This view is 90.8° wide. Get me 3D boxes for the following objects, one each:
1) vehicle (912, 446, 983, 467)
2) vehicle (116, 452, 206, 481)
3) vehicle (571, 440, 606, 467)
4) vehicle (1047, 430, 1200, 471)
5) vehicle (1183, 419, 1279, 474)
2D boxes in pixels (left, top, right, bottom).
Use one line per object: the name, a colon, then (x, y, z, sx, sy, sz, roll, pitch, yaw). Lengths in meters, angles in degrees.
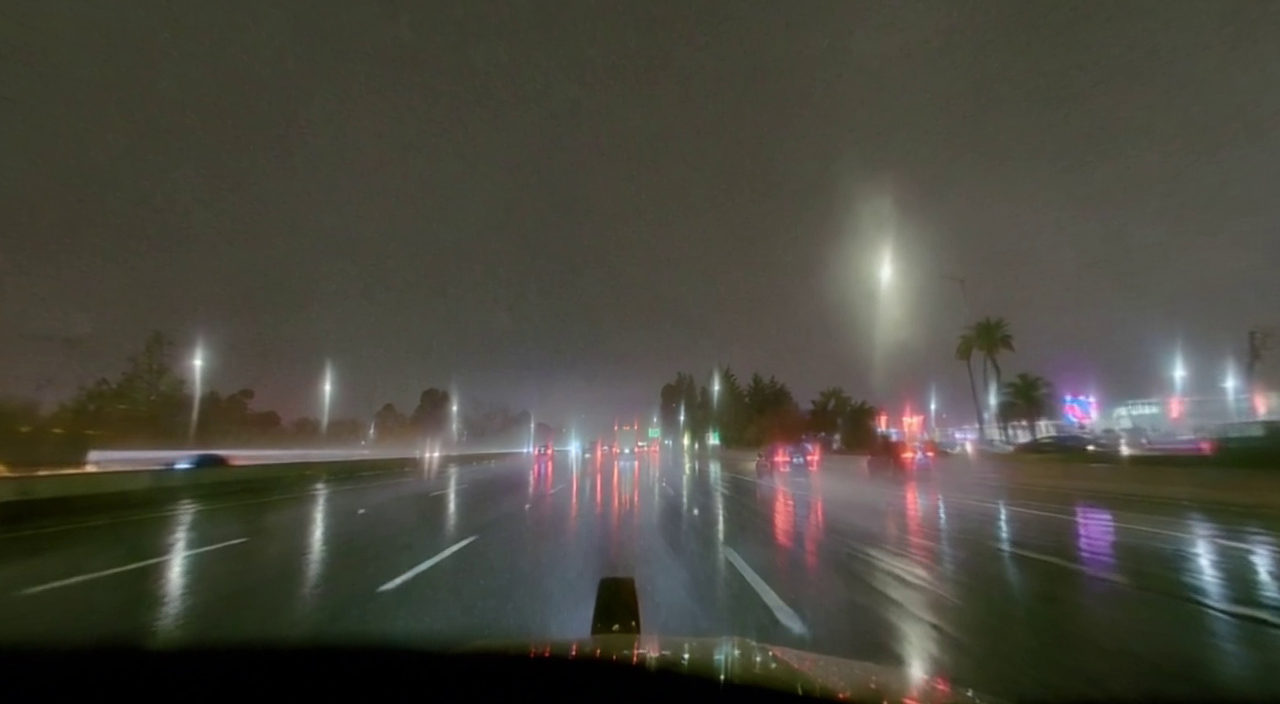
vehicle: (23.168, 7.860, 47.650, 4.210, 1.539, 2.121, 0, -9, -2)
vehicle: (-26.187, 6.269, 34.724, 1.771, 1.468, 4.074, 0, -9, -1)
vehicle: (-4.016, 8.017, 49.908, 2.390, 2.007, 4.901, 0, -9, -1)
vehicle: (22.869, 4.688, 30.077, 5.372, 1.852, 2.284, 0, -9, -1)
vehicle: (23.401, 3.460, 23.214, 5.006, 1.880, 2.095, 1, -9, -4)
